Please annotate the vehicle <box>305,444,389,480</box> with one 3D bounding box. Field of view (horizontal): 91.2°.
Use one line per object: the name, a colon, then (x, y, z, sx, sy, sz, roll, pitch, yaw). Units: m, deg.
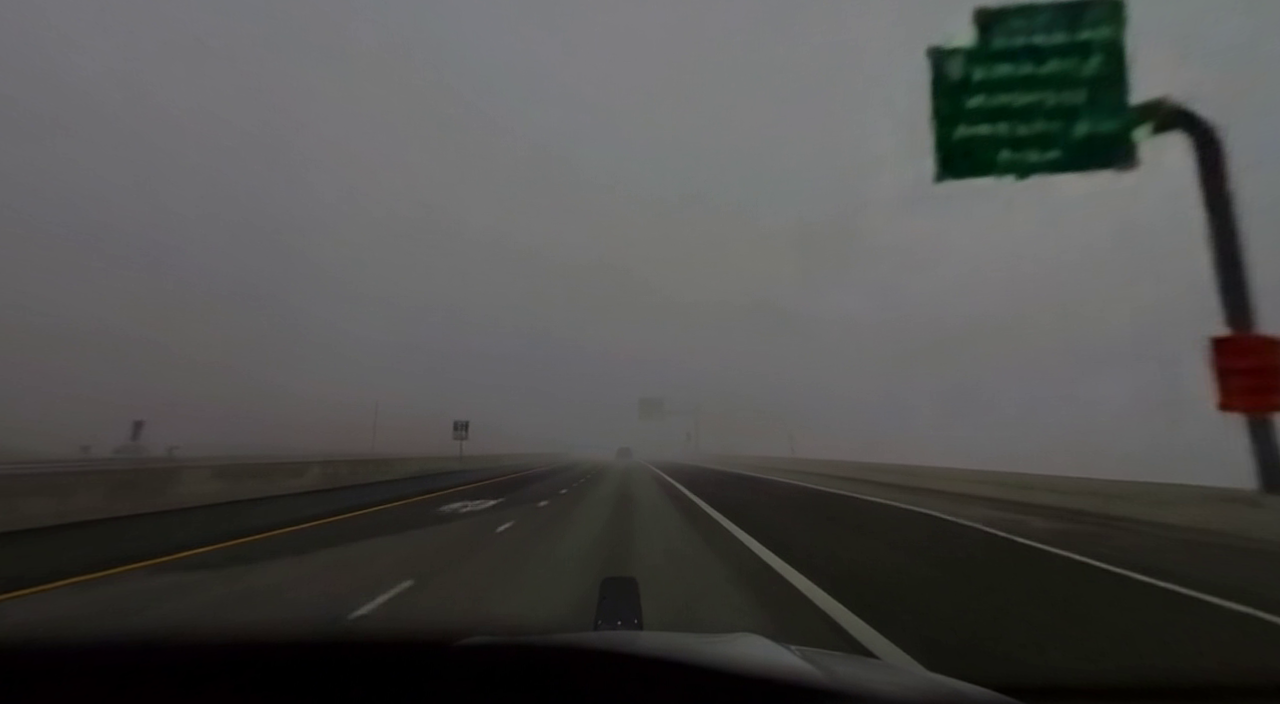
vehicle: (-13.367, 5.039, 28.876, 1.812, 1.492, 4.184, 0, -9, 0)
